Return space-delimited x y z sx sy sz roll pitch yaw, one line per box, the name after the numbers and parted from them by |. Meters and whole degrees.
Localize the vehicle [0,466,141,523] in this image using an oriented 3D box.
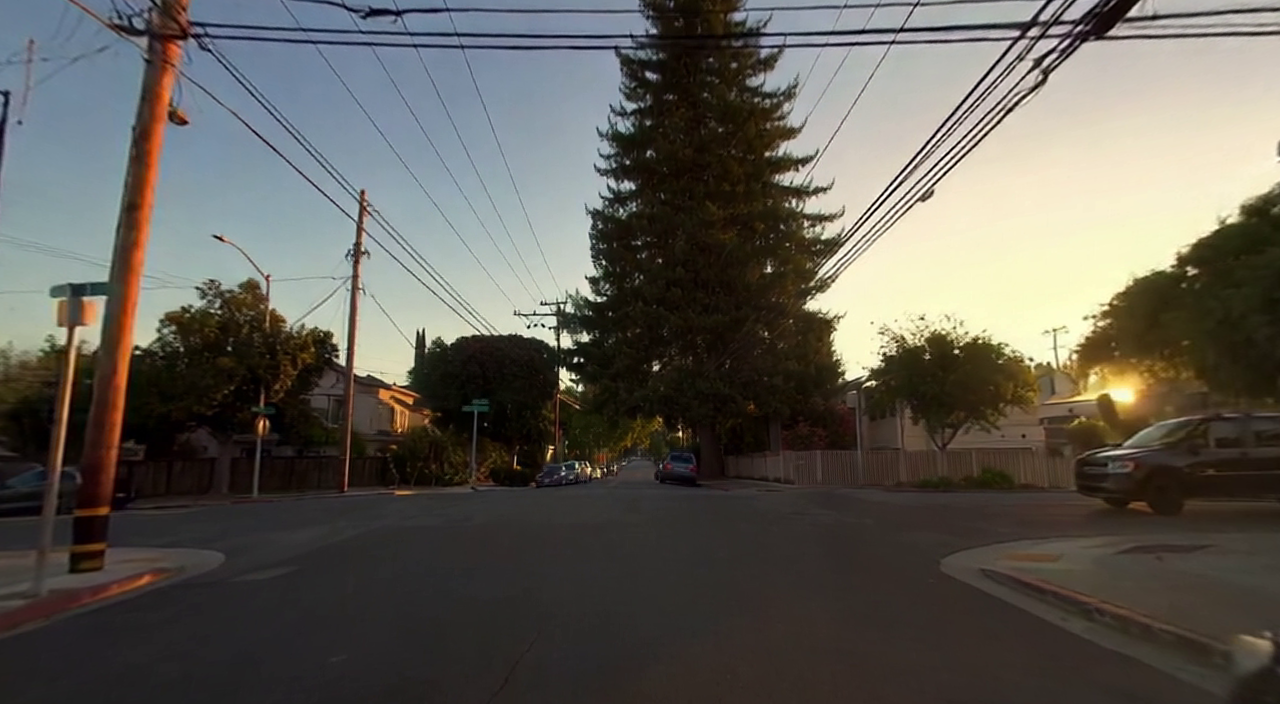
-19.210 4.639 20.704 3.977 1.665 1.976 0 -9 0 | vehicle

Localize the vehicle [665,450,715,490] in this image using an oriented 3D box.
2.561 6.153 33.371 2.051 1.874 4.459 0 -9 -3 | vehicle

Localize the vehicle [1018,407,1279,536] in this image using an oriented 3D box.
9.656 2.002 10.903 4.677 1.949 2.334 -1 -9 3 | vehicle

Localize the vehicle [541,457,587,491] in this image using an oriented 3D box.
-4.338 7.080 36.919 2.189 1.771 4.571 0 -9 -1 | vehicle
